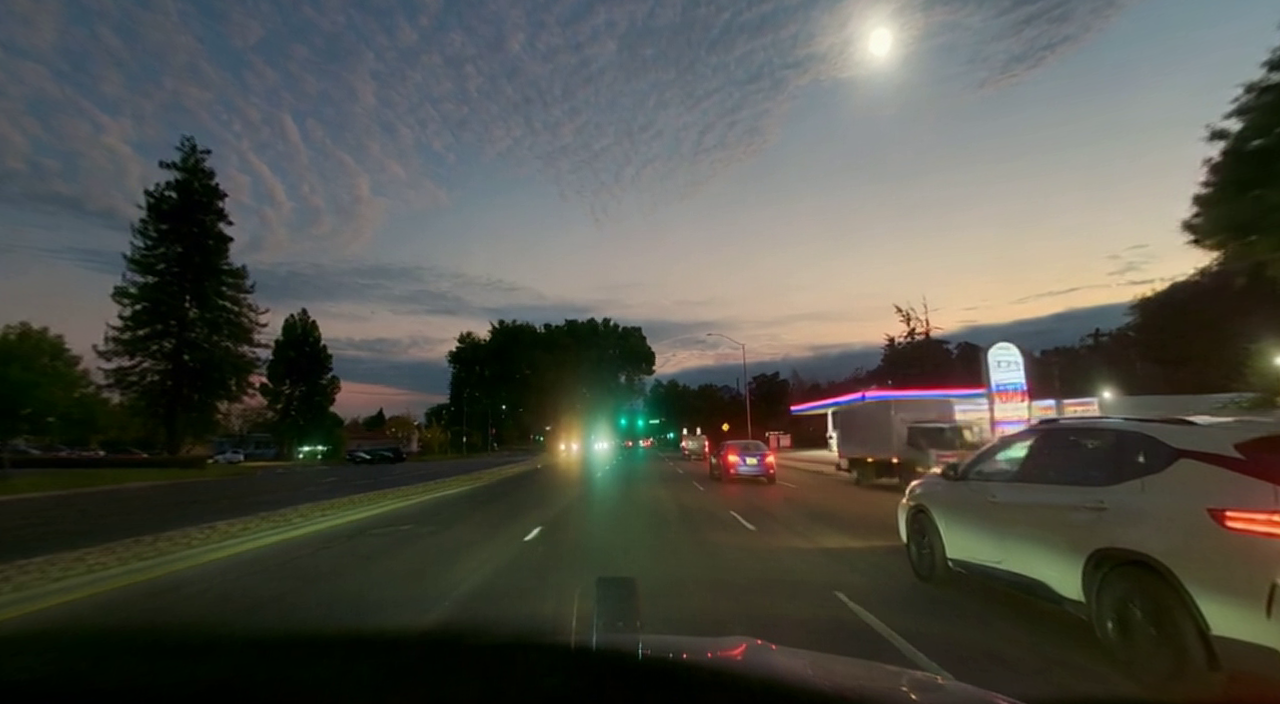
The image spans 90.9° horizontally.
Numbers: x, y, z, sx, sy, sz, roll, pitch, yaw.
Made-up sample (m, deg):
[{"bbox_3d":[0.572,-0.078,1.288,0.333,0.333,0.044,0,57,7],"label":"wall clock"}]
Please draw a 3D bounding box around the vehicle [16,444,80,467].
[{"bbox_3d":[-39.467,6.872,42.122,1.716,1.433,3.600,3,-9,-20],"label":"vehicle"}]

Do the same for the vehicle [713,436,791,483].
[{"bbox_3d":[3.693,3.630,21.575,1.871,1.442,4.122,0,-8,-1],"label":"vehicle"}]

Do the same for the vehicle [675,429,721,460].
[{"bbox_3d":[3.859,6.301,42.962,2.611,1.983,5.165,0,-8,0],"label":"vehicle"}]

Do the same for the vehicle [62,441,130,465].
[{"bbox_3d":[-37.210,6.893,43.235,2.003,1.531,4.062,3,-9,-19],"label":"vehicle"}]

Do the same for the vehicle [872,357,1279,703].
[{"bbox_3d":[3.628,1.164,4.728,1.875,1.665,4.931,0,-8,0],"label":"vehicle"}]
